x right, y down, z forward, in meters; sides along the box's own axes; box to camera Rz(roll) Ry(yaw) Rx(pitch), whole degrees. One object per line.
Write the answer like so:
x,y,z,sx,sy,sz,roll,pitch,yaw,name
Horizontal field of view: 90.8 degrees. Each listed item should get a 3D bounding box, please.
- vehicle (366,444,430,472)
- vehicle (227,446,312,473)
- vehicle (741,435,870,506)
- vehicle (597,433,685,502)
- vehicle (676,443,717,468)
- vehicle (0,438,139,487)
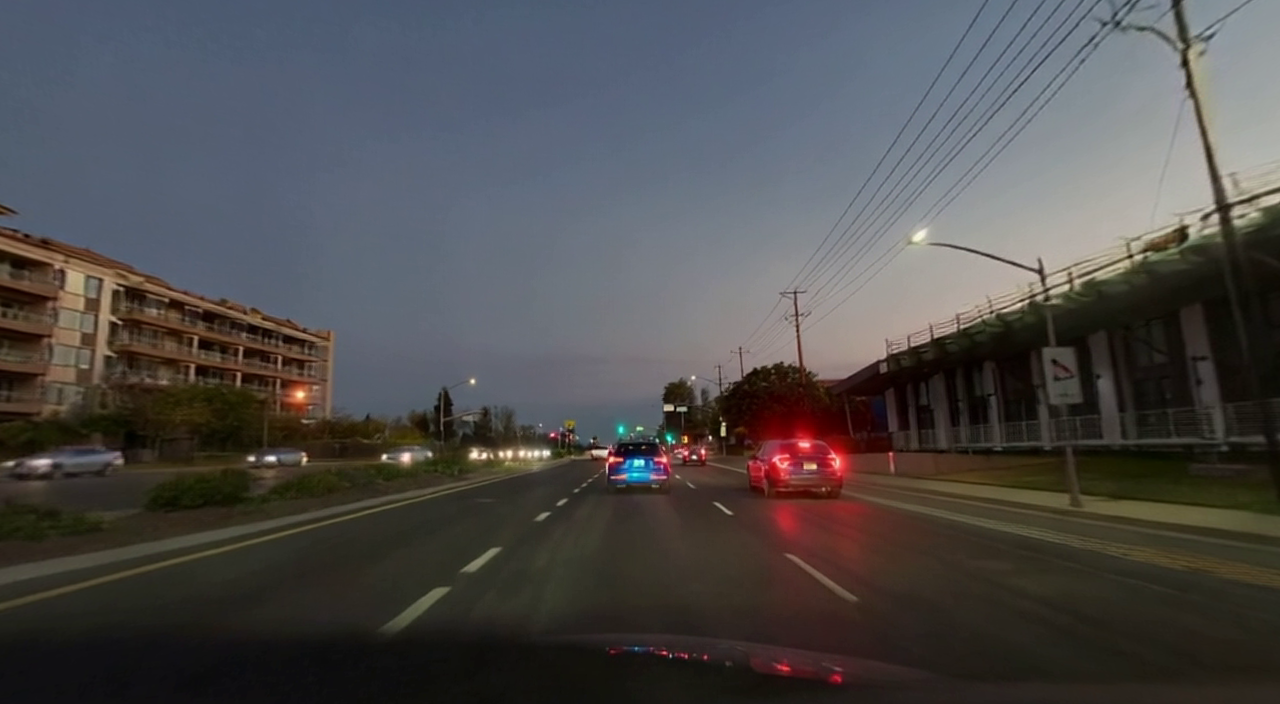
-13.925,6.122,36.611,2.031,1.490,4.284,0,-9,0,vehicle
-21.391,6.207,36.745,2.026,1.496,4.680,0,-9,2,vehicle
4.028,2.961,16.255,2.086,1.534,4.351,0,-9,-1,vehicle
-0.013,3.045,17.056,2.073,1.606,3.933,0,-9,-1,vehicle
3.430,6.425,39.318,2.054,1.461,4.321,0,-9,-2,vehicle
-22.323,4.249,24.528,1.982,1.699,4.421,0,-9,1,vehicle
